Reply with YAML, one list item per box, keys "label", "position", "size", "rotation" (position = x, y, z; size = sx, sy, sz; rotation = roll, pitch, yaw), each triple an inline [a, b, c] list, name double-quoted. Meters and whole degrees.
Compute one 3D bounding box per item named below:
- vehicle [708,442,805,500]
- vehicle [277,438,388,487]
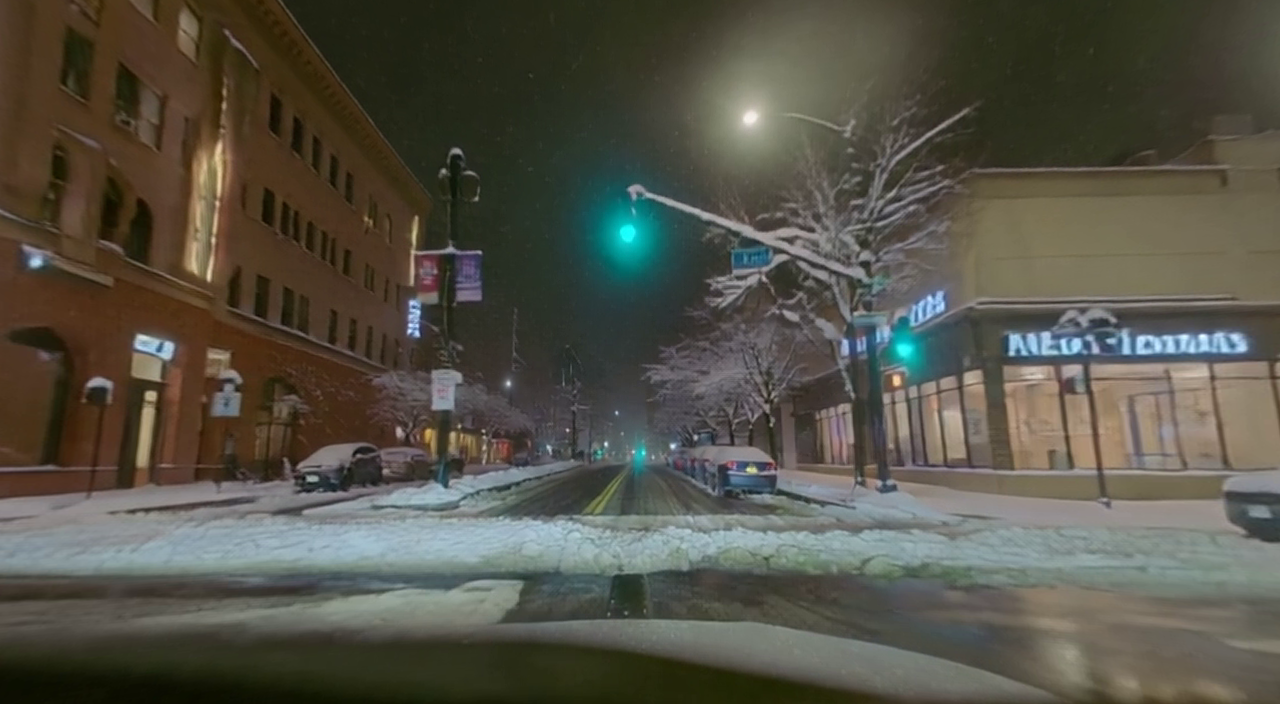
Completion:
- label: "vehicle"
  position: [3.422, 3.581, 19.421]
  size: [2.120, 1.560, 4.402]
  rotation: [0, -8, 0]
- label: "vehicle"
  position: [-12.403, 4.380, 25.336]
  size: [4.447, 1.790, 2.206]
  rotation: [-7, -11, 38]
